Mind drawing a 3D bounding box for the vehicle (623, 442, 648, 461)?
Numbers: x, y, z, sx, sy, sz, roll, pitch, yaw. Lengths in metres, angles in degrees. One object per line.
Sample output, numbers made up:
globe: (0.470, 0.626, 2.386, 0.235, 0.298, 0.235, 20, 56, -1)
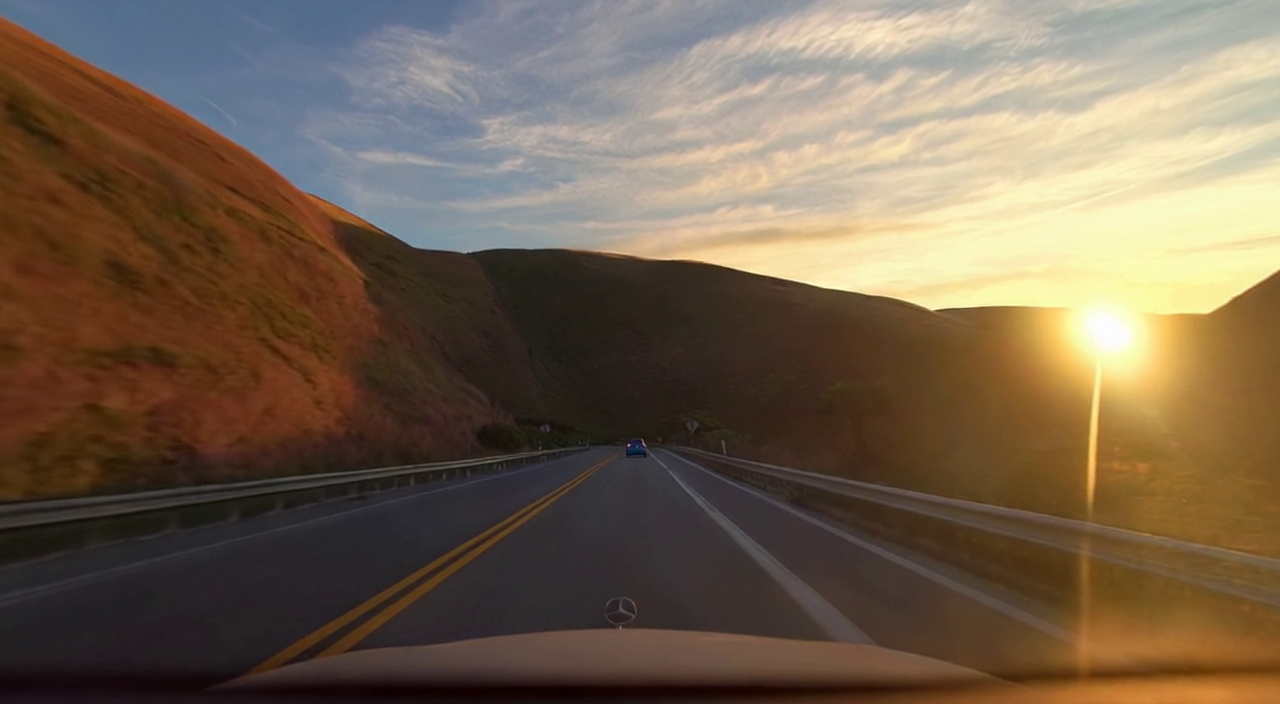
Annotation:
vehicle: (-0.355, 7.773, 49.260, 1.912, 1.430, 3.811, 0, -8, -1)
